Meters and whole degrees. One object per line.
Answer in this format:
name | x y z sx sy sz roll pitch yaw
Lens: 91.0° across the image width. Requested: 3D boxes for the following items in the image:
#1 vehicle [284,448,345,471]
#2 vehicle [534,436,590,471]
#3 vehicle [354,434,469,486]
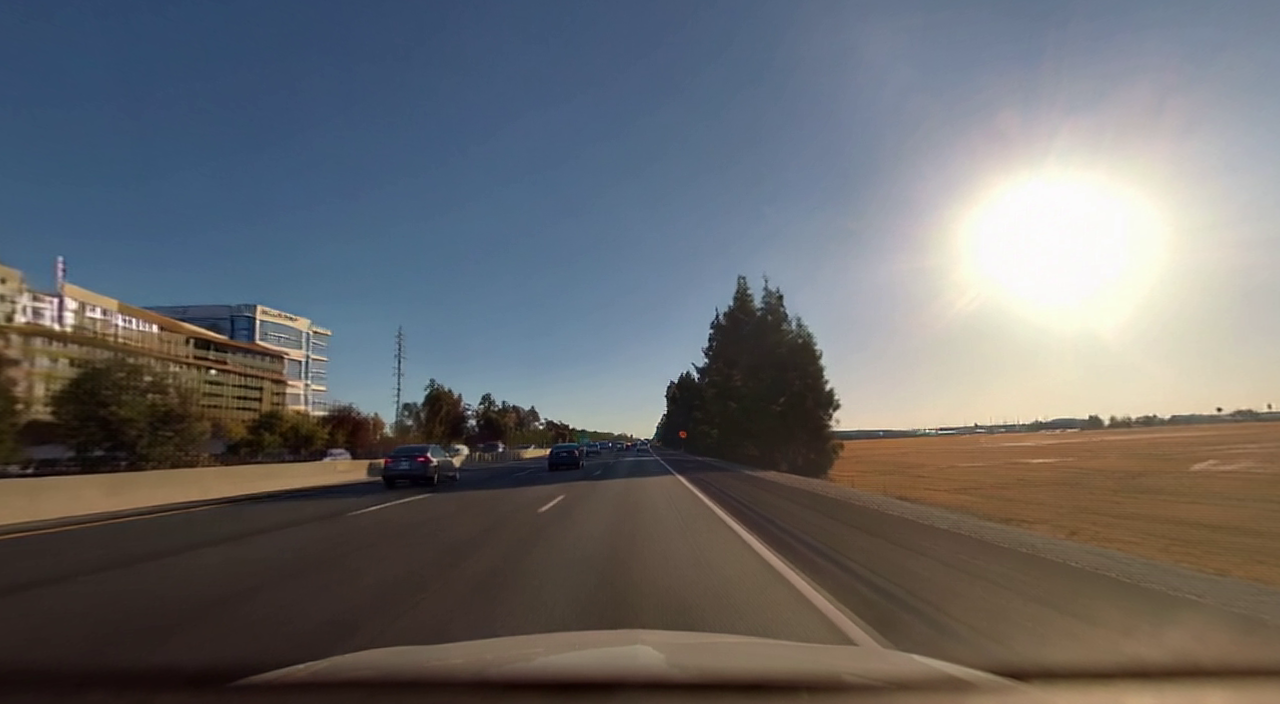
vehicle | -22.825 7.531 44.383 1.831 1.515 4.496 0 -8 1
vehicle | -3.814 5.085 31.656 2.083 1.588 4.801 0 -8 1
vehicle | -7.470 3.578 21.176 2.034 1.523 4.627 0 -8 1
